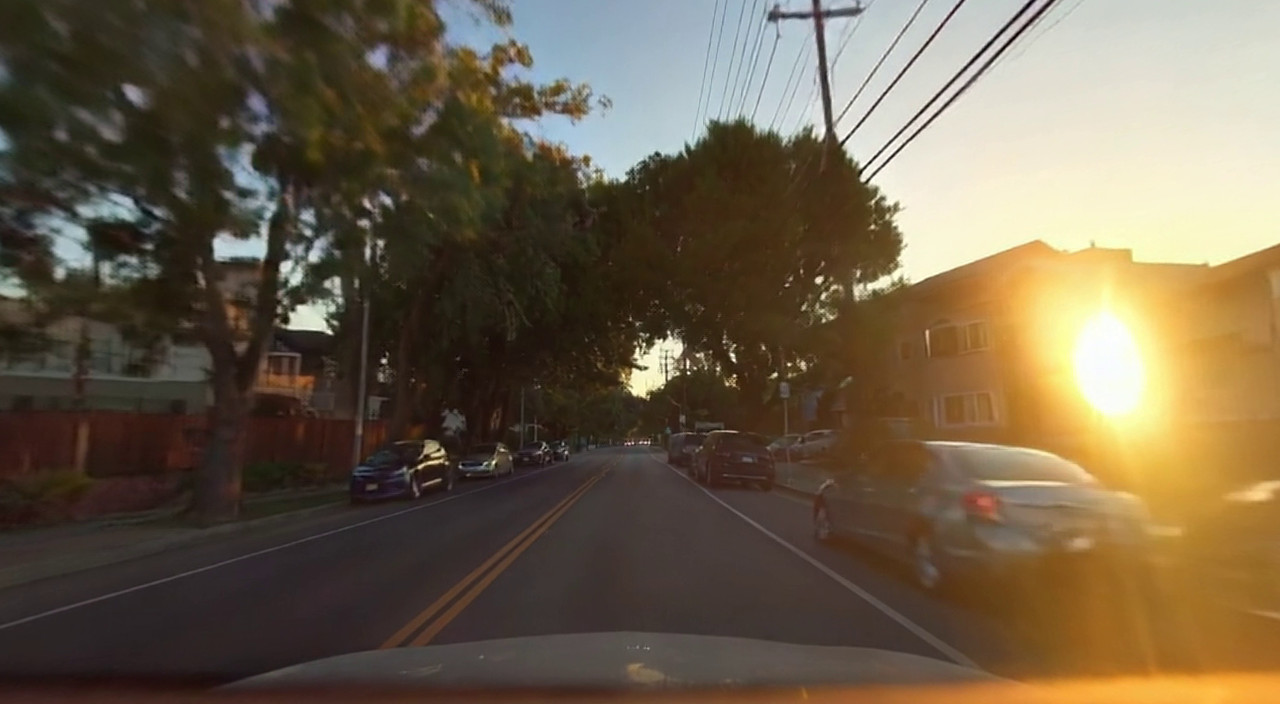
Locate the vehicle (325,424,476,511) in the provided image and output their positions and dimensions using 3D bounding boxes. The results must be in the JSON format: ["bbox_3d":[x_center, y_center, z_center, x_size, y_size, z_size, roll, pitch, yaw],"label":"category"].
[{"bbox_3d":[-6.681,3.215,18.435,2.451,2.099,5.112,-1,-7,-1],"label":"vehicle"}]

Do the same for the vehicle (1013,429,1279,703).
[{"bbox_3d":[3.416,0.902,1.838,1.967,1.382,4.361,0,-8,0],"label":"vehicle"}]

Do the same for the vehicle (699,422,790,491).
[{"bbox_3d":[3.281,3.425,21.089,2.065,1.953,5.359,0,-8,0],"label":"vehicle"}]

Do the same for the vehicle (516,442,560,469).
[{"bbox_3d":[-6.839,6.934,42.726,2.084,1.573,4.599,-2,-7,2],"label":"vehicle"}]

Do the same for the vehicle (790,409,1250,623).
[{"bbox_3d":[3.426,1.569,7.202,2.158,1.560,4.865,0,-8,-1],"label":"vehicle"}]
